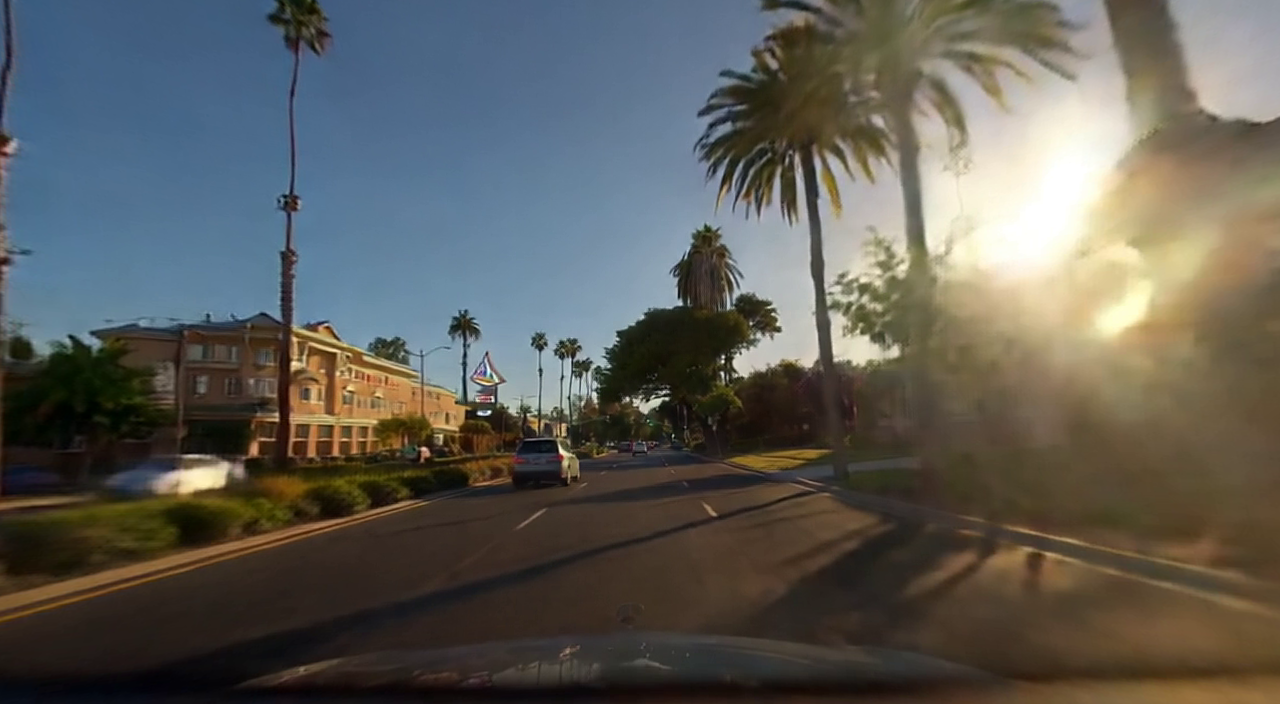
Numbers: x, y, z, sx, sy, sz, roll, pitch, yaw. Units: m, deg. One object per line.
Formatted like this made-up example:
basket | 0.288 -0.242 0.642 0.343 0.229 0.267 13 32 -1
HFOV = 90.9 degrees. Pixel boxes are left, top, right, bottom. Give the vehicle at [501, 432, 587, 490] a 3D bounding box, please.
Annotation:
vehicle | -3.050 3.576 21.066 2.062 1.693 4.669 0 -8 1

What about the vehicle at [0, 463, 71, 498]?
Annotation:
vehicle | -30.589 6.228 30.687 1.839 1.556 4.033 0 -8 2

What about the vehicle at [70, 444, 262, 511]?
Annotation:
vehicle | -13.804 3.639 18.841 2.034 1.727 4.654 0 -8 1
